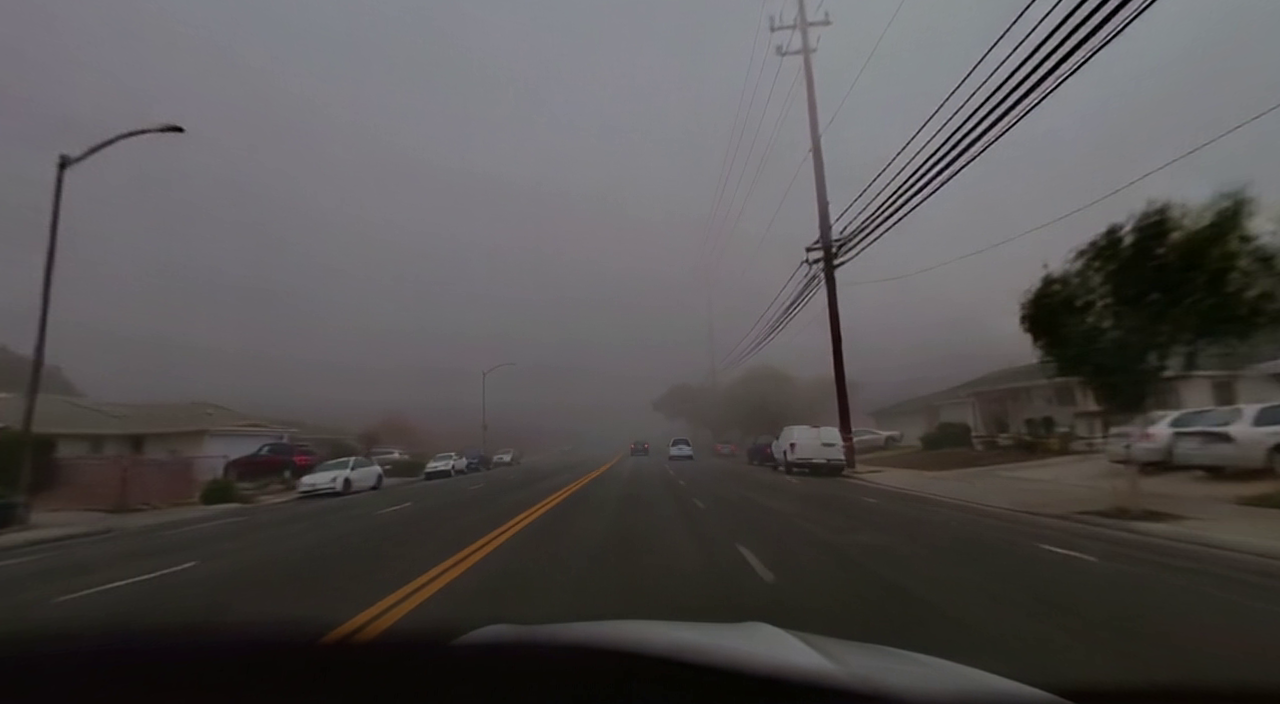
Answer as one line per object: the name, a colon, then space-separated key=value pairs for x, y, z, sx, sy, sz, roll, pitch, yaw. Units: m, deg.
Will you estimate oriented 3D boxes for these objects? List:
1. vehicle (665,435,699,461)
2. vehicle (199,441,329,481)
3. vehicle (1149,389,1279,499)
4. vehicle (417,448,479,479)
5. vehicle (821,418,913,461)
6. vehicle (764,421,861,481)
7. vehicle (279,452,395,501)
vehicle: x=2.966 y=6.936 z=45.630 sx=2.070 sy=1.765 sz=4.731 roll=0 pitch=-8 yaw=-1
vehicle: x=-17.700 y=5.142 z=29.869 sx=4.745 sy=1.810 sz=2.197 roll=-1 pitch=-8 yaw=2
vehicle: x=12.717 y=1.552 z=11.813 sx=4.496 sy=1.773 sz=1.972 roll=-5 pitch=-8 yaw=-1
vehicle: x=-10.504 y=6.115 z=34.805 sx=2.098 sy=1.503 sz=4.113 roll=0 pitch=-8 yaw=0
vehicle: x=12.948 y=5.030 z=36.234 sx=4.305 sy=1.844 sz=2.135 roll=-7 pitch=-9 yaw=1
vehicle: x=6.596 y=3.866 z=24.864 sx=2.274 sy=2.090 sz=5.465 roll=0 pitch=-8 yaw=0
vehicle: x=-10.711 y=4.408 z=22.725 sx=1.896 sy=1.495 sz=4.425 roll=-1 pitch=-8 yaw=1
